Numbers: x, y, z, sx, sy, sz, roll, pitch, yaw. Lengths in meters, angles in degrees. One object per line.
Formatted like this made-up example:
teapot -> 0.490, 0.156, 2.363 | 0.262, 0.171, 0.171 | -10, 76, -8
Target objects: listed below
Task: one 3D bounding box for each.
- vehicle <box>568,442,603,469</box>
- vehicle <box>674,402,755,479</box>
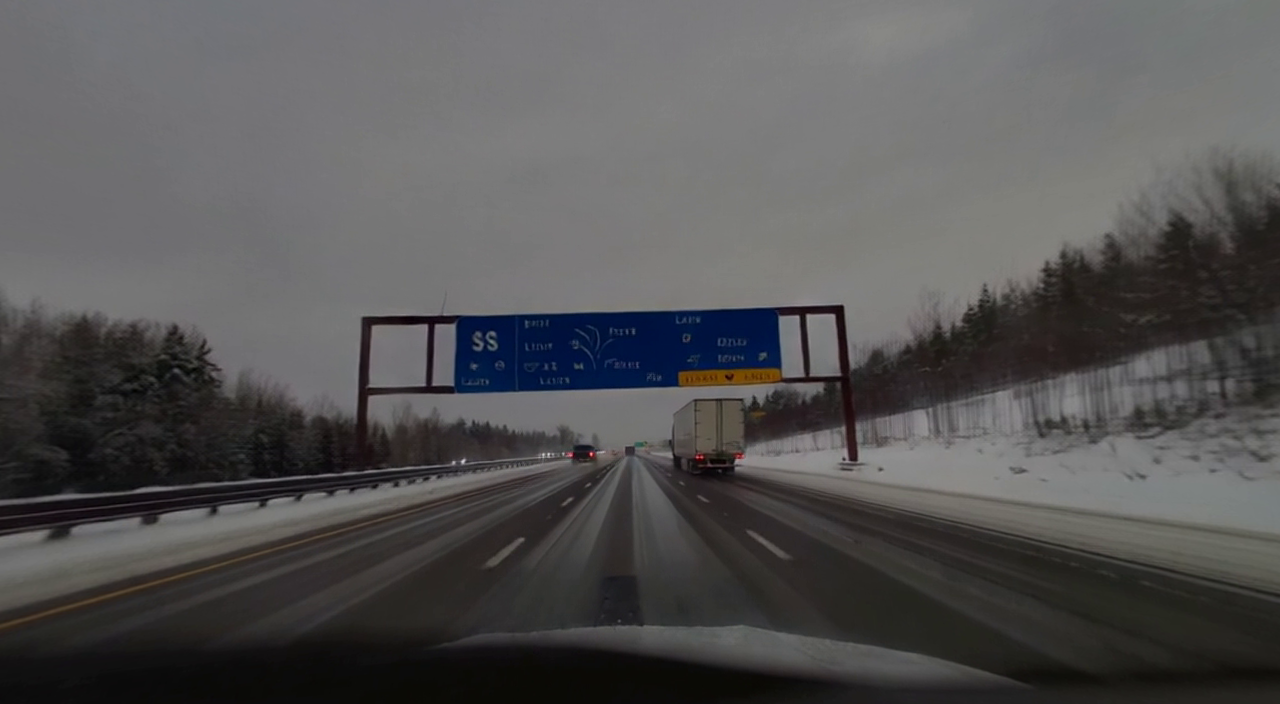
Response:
vehicle -> -3.916, 7.503, 45.647 | 2.173, 1.857, 4.800 | 0, -9, -1
vehicle -> 3.766, 4.998, 34.989 | 2.823, 3.509, 12.118 | 0, -9, -1
